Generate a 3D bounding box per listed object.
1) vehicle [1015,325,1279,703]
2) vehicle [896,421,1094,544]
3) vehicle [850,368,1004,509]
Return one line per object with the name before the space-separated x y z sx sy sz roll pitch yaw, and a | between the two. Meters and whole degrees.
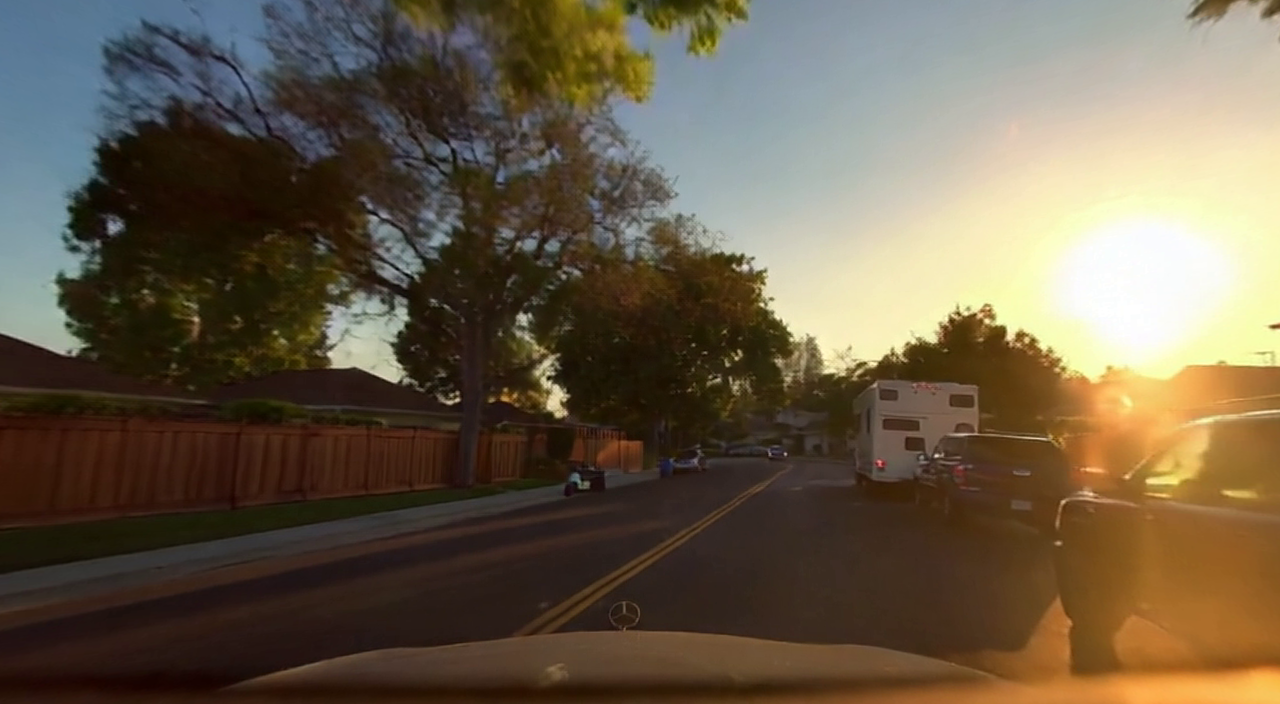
vehicle | 3.737 0.850 2.744 2.182 1.785 5.726 -1 -7 16
vehicle | 6.210 2.278 11.729 1.980 1.782 4.627 -2 -9 14
vehicle | 8.941 2.941 21.183 3.052 3.440 11.052 -3 -9 16
